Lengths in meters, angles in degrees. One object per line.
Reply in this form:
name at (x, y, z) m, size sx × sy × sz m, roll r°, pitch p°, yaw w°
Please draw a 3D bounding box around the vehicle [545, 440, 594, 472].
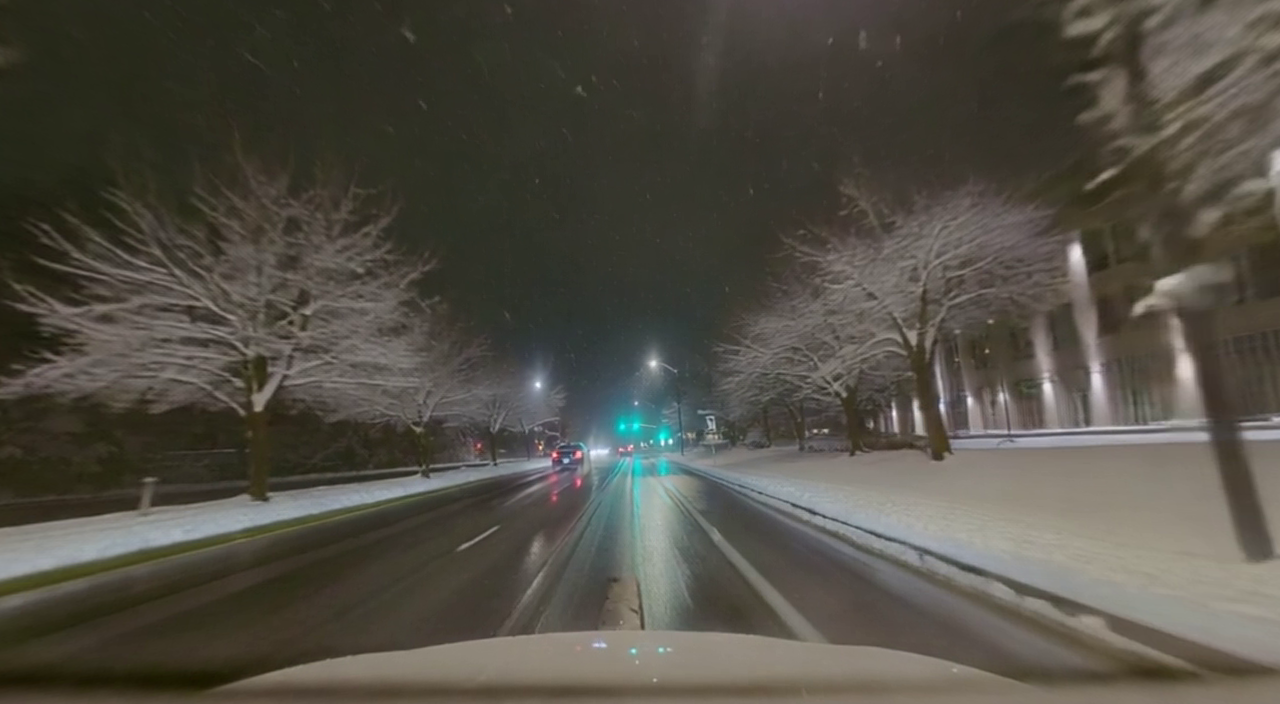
vehicle at (-3.892, 5.837, 35.669) m, size 2.202 × 1.685 × 4.772 m, roll 0°, pitch -9°, yaw 0°
